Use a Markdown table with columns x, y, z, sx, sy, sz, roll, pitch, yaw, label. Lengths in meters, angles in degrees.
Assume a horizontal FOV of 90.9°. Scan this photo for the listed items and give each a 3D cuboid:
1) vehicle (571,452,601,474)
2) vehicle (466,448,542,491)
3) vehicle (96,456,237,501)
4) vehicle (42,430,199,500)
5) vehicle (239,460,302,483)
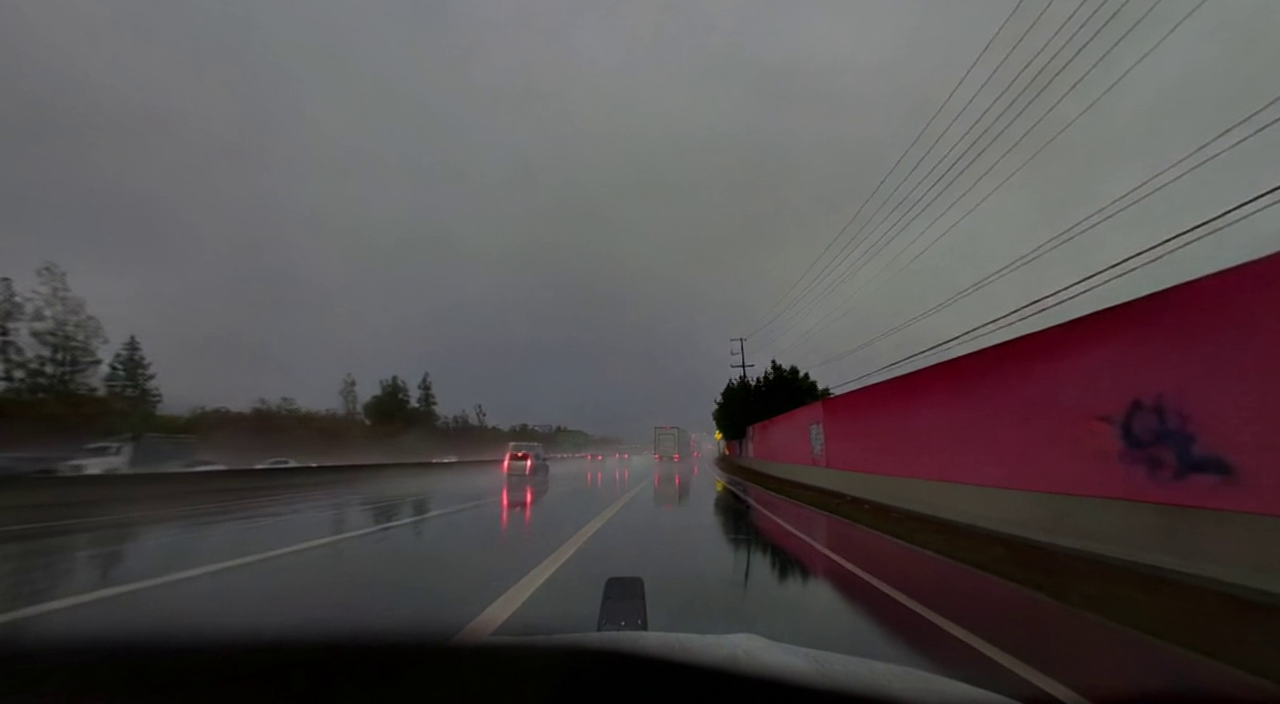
| x | y | z | sx | sy | sz | roll | pitch | yaw | label |
| --- | --- | --- | --- | --- | --- | --- | --- | --- | --- |
| -3.908 | 8.048 | 45.740 | 1.708 | 1.489 | 2.840 | -1 | -9 | 5 | vehicle |
| -5.336 | 4.652 | 25.208 | 1.966 | 1.565 | 3.766 | -1 | -9 | 4 | vehicle |
| -21.599 | 5.754 | 29.135 | 2.076 | 1.824 | 5.373 | -1 | -9 | 5 | vehicle |
| -25.388 | 5.546 | 31.219 | 2.499 | 3.087 | 5.698 | -1 | -9 | 5 | vehicle |
| -27.945 | 9.023 | 47.829 | 1.963 | 1.593 | 4.163 | -1 | -9 | 5 | vehicle |
